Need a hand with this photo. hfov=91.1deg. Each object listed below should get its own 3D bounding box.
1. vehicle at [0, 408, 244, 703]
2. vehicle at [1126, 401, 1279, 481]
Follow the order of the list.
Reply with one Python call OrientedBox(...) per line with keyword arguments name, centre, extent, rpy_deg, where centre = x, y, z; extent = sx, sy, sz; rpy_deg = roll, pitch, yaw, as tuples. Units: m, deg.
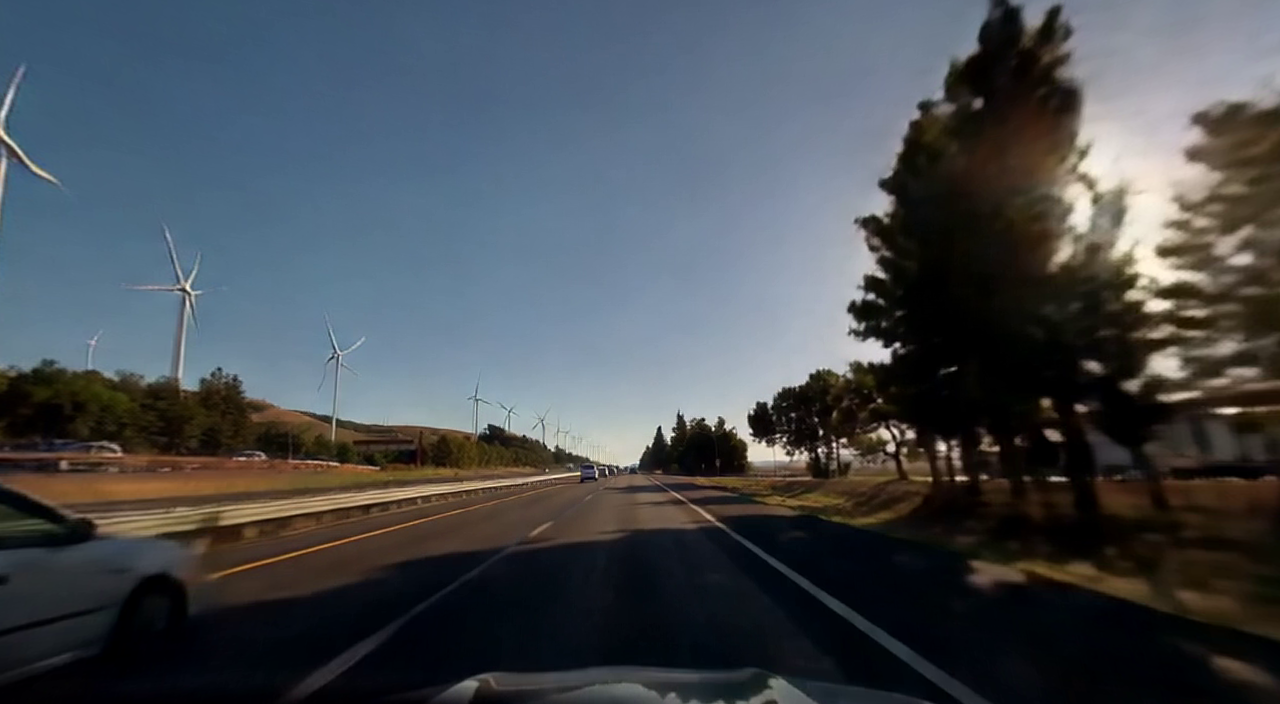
OrientedBox(name="vehicle", centre=(-3.446, 0.824, 1.713), extent=(2.001, 1.486, 4.104), rpy_deg=(1, -10, 0))
OrientedBox(name="vehicle", centre=(35.079, 5.120, 35.747), extent=(11.082, 4.307, 2.970), rpy_deg=(-9, -14, 43))
